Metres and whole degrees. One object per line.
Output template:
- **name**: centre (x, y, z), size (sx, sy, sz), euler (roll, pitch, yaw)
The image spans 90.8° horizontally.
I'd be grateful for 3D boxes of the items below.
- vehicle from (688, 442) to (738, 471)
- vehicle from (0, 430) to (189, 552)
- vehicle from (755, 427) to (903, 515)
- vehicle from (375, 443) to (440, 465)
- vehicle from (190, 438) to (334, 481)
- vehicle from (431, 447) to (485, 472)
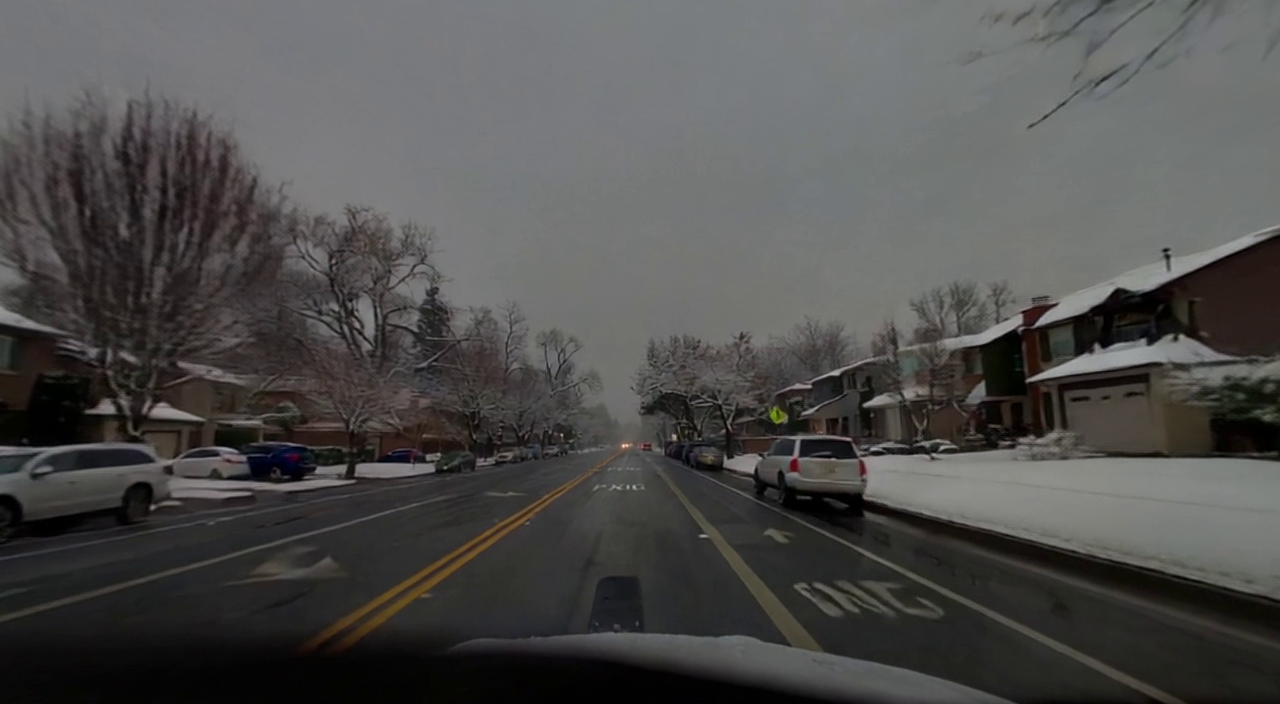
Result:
- **vehicle**: centre (4.042, 5.875, 35.685), size (1.920, 1.541, 4.709), euler (0, -9, -4)
- **vehicle**: centre (-11.742, 2.565, 12.115), size (2.199, 1.988, 5.454), euler (0, -9, -1)
- **vehicle**: centre (4.232, 2.750, 15.037), size (2.027, 1.751, 4.433), euler (0, -9, -2)
- **vehicle**: centre (-18.320, 8.045, 49.896), size (4.310, 1.705, 1.905), euler (-1, -9, 4)
- **vehicle**: centre (-17.916, 5.088, 30.045), size (5.764, 1.898, 2.201), euler (-2, -9, 11)
- **vehicle**: centre (-11.866, 7.050, 41.522), size (2.079, 1.509, 4.591), euler (0, -9, 1)
